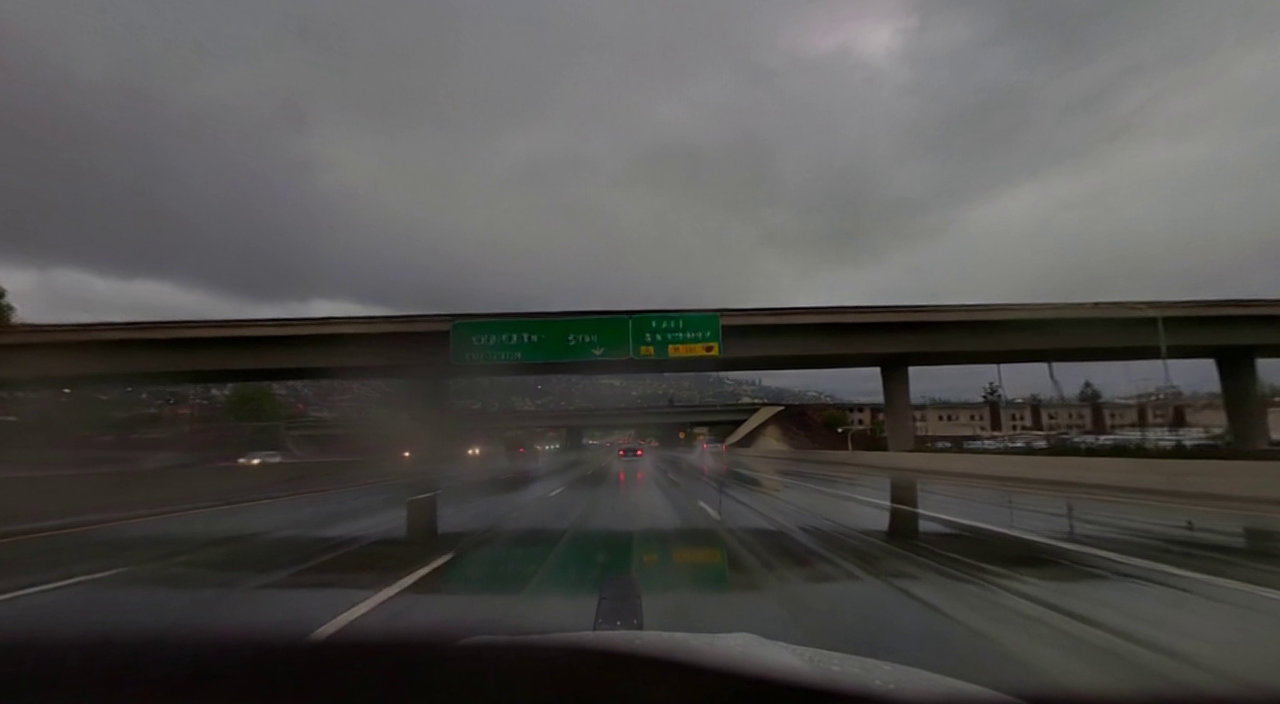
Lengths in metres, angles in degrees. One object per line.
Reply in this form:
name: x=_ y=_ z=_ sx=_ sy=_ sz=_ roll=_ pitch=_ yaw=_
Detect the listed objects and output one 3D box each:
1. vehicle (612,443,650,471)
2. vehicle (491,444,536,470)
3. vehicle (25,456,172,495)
vehicle: x=-0.548 y=5.848 z=35.477 sx=2.012 sy=1.471 sz=4.059 roll=0 pitch=-8 yaw=-2
vehicle: x=-8.011 y=6.665 z=40.402 sx=1.957 sy=1.554 sz=4.350 roll=0 pitch=-8 yaw=-1
vehicle: x=-20.327 y=4.633 z=24.001 sx=1.808 sy=1.203 sz=4.334 roll=0 pitch=-8 yaw=-1
